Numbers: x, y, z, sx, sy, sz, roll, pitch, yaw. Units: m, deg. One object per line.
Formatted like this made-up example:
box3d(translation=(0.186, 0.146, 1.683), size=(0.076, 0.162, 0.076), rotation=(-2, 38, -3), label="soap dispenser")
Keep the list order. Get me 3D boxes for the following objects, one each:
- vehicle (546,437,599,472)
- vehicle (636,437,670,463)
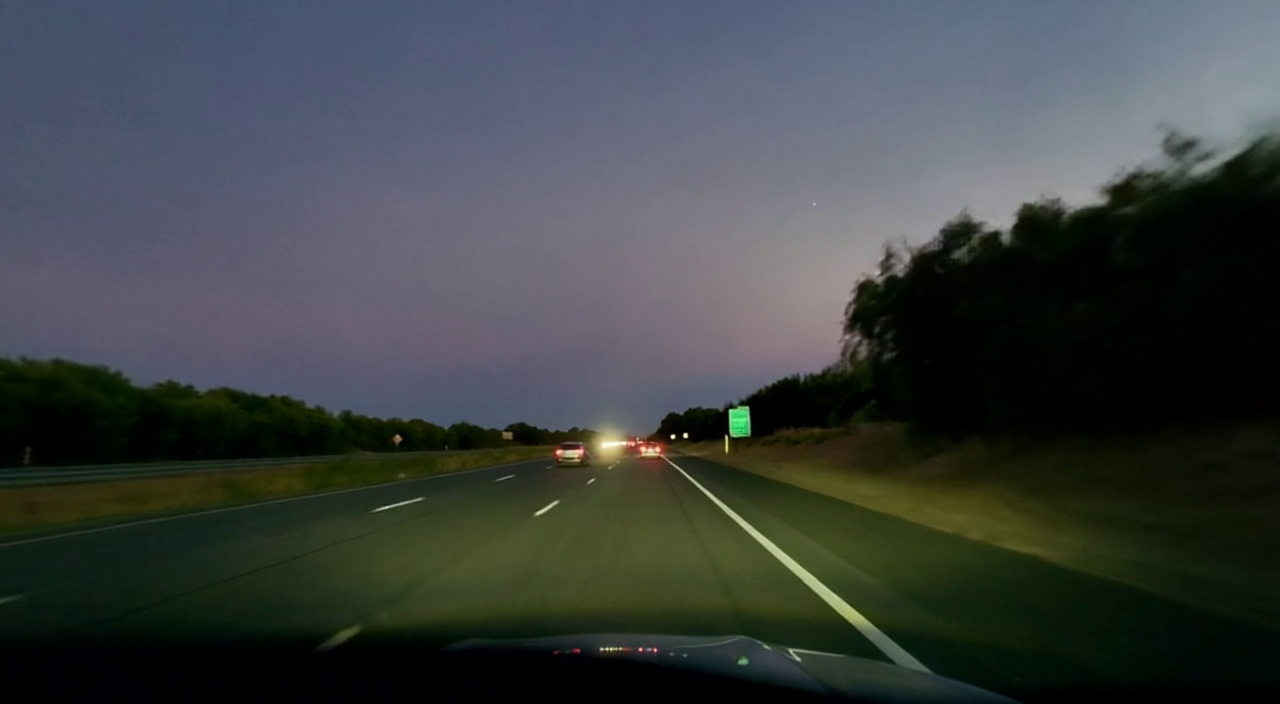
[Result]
box3d(translation=(-3.323, 5.168, 31.965), size=(2.028, 1.634, 4.441), rotation=(0, -8, 2), label="vehicle")
box3d(translation=(0.889, 6.849, 44.043), size=(2.259, 1.697, 4.106), rotation=(0, -8, 1), label="vehicle")
